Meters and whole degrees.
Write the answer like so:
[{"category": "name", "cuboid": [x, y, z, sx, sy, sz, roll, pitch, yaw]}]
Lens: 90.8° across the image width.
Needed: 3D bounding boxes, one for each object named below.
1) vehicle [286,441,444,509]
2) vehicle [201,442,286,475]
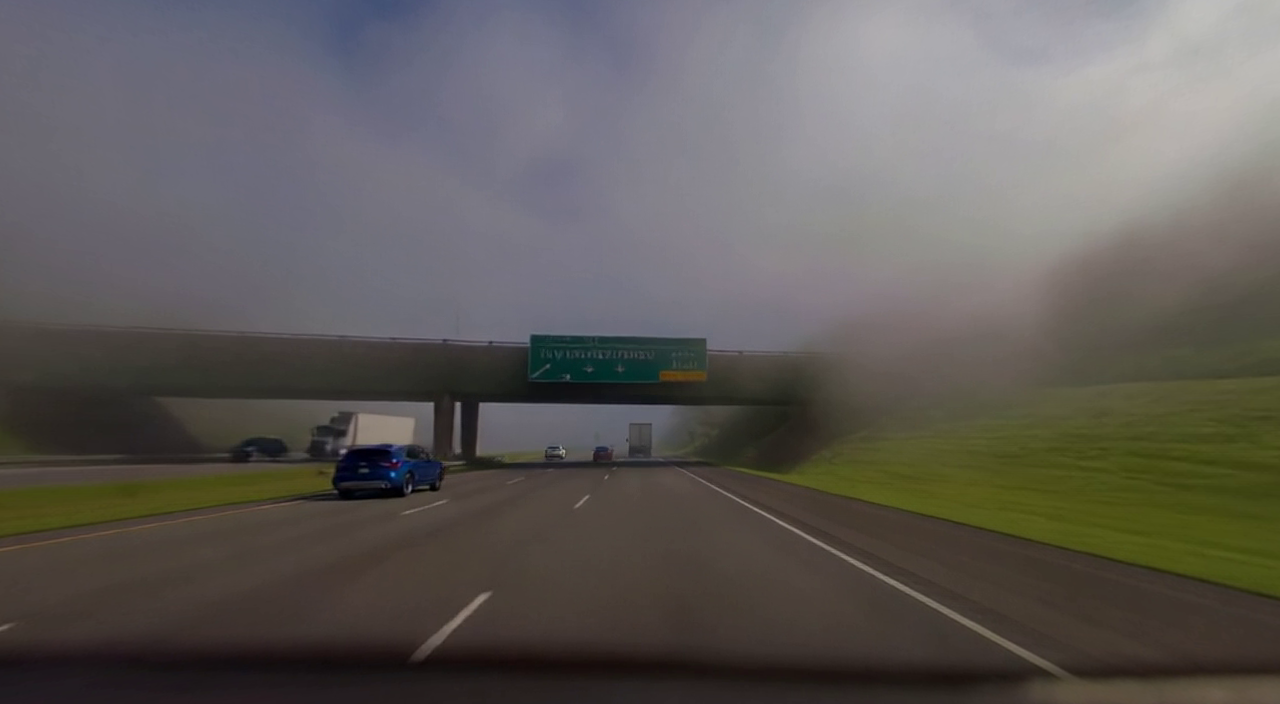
[{"category": "vehicle", "cuboid": [-6.848, 3.089, 16.388, 2.038, 1.489, 4.603, 0, -9, 0]}, {"category": "vehicle", "cuboid": [-17.861, 4.793, 28.586, 1.653, 1.376, 3.364, 0, -9, 0]}]
